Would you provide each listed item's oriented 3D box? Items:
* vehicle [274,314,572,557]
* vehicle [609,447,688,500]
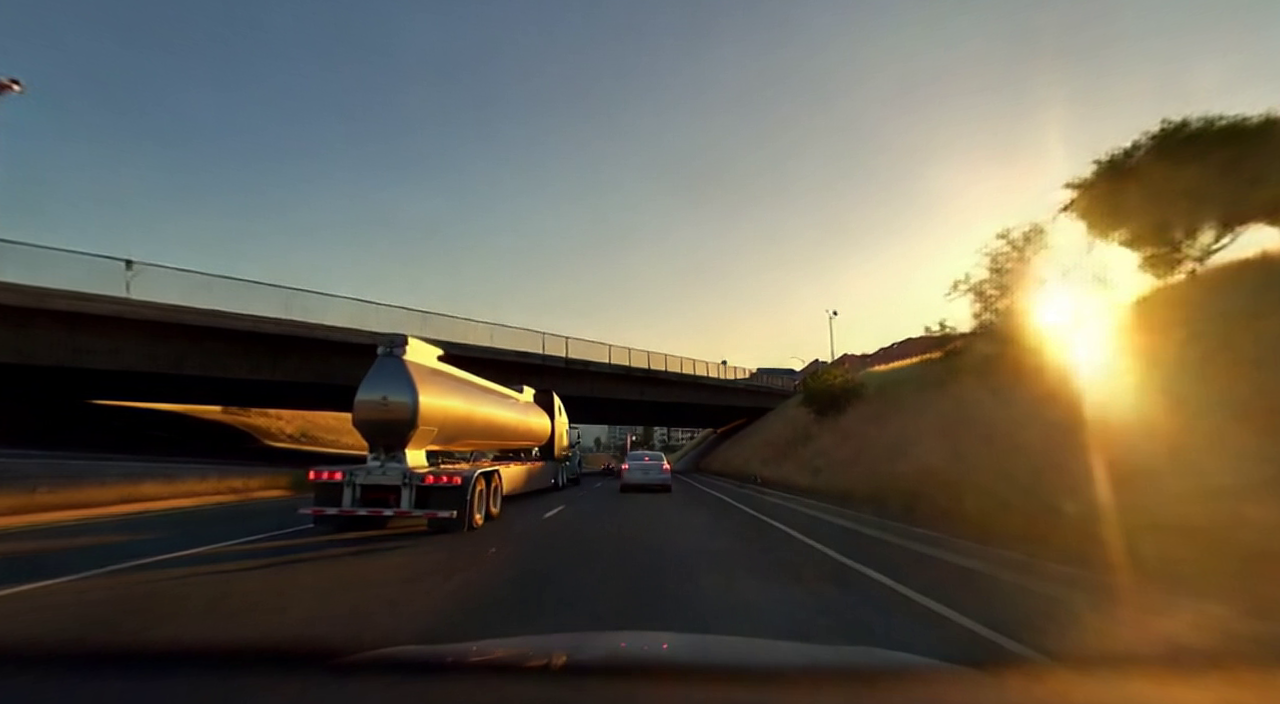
[{"bbox_3d":[-3.949,2.283,16.647,2.896,3.563,14.643,0,-9,-1],"label":"vehicle"},{"bbox_3d":[0.217,3.762,20.034,2.215,1.481,4.246,0,-9,-1],"label":"vehicle"}]
